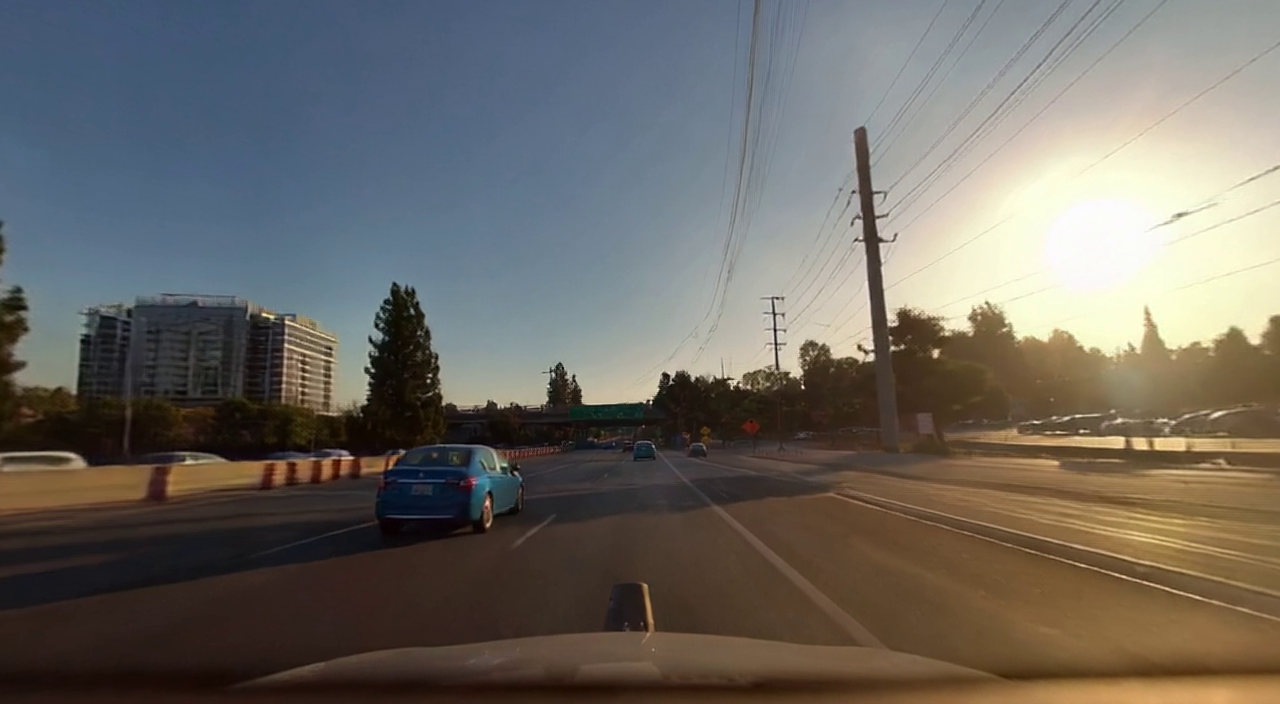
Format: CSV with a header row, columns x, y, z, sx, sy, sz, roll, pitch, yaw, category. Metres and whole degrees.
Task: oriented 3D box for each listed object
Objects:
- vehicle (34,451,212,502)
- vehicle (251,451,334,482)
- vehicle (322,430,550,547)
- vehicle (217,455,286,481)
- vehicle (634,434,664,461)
x,y,z,sx,sy,sz,roll,pitch,yaw,category
-17.363,4.176,21.597,1.988,1.491,4.768,0,-8,2,vehicle
-18.528,6.106,33.899,1.979,1.470,4.571,0,-8,-1,vehicle
-2.975,2.113,10.566,2.087,1.480,4.825,0,-8,2,vehicle
-25.649,7.663,41.841,1.833,1.510,4.388,0,-8,-2,vehicle
0.593,6.936,45.659,2.060,1.845,4.151,0,-8,0,vehicle
